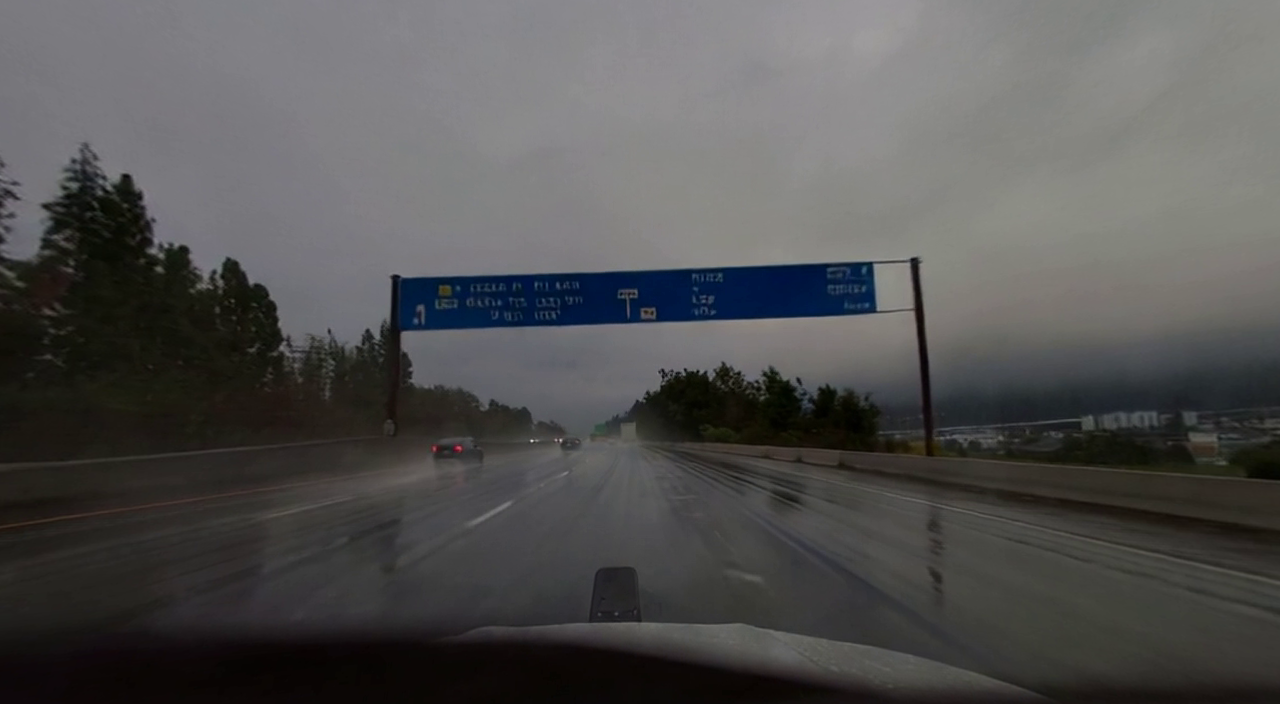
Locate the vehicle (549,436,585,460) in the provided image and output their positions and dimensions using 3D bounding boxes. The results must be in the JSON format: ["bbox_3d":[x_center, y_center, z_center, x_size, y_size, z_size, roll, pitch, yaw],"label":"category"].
[{"bbox_3d":[-4.734,6.301,41.491,1.912,1.495,3.703,0,-8,0],"label":"vehicle"}]

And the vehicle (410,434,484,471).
[{"bbox_3d":[-8.475,4.430,28.075,1.973,1.470,4.270,0,-8,0],"label":"vehicle"}]
